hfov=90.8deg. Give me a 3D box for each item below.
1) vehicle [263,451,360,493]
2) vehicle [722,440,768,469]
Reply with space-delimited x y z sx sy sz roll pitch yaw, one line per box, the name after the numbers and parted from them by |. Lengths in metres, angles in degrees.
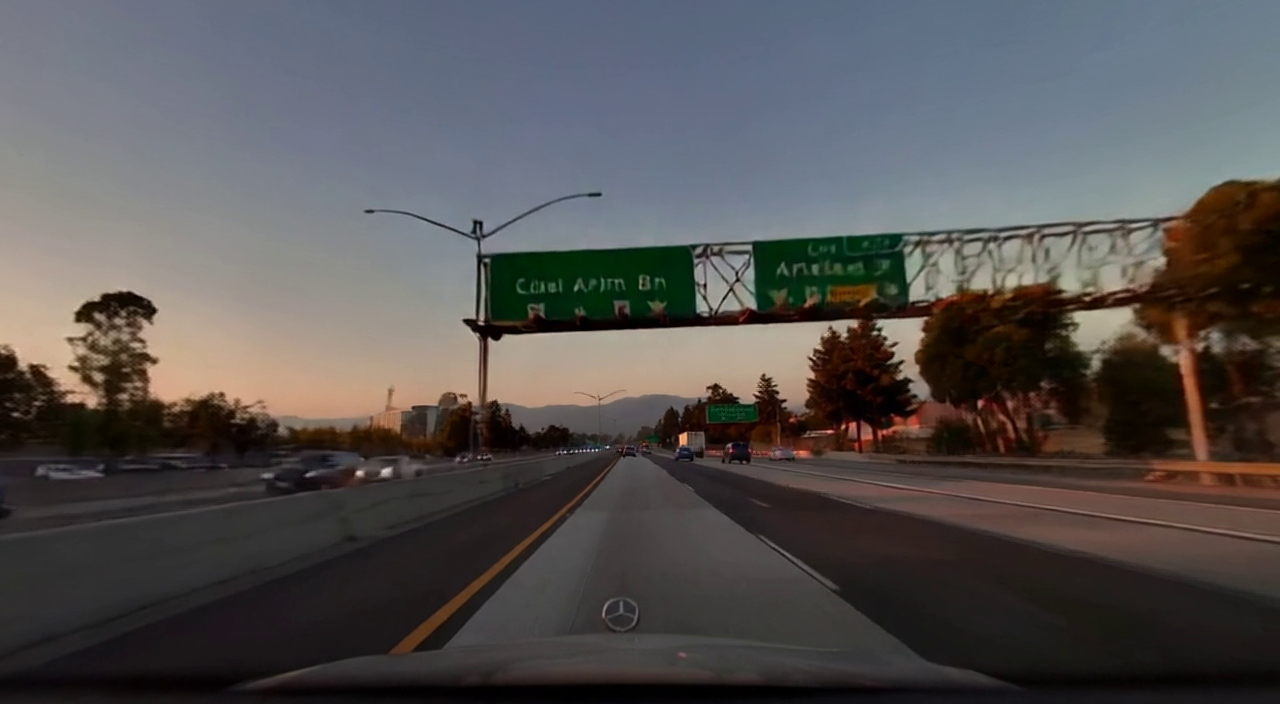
-14.958 5.436 29.107 2.051 1.734 4.457 0 -9 0 | vehicle
6.518 6.453 39.826 2.030 1.706 4.279 0 -9 -2 | vehicle
